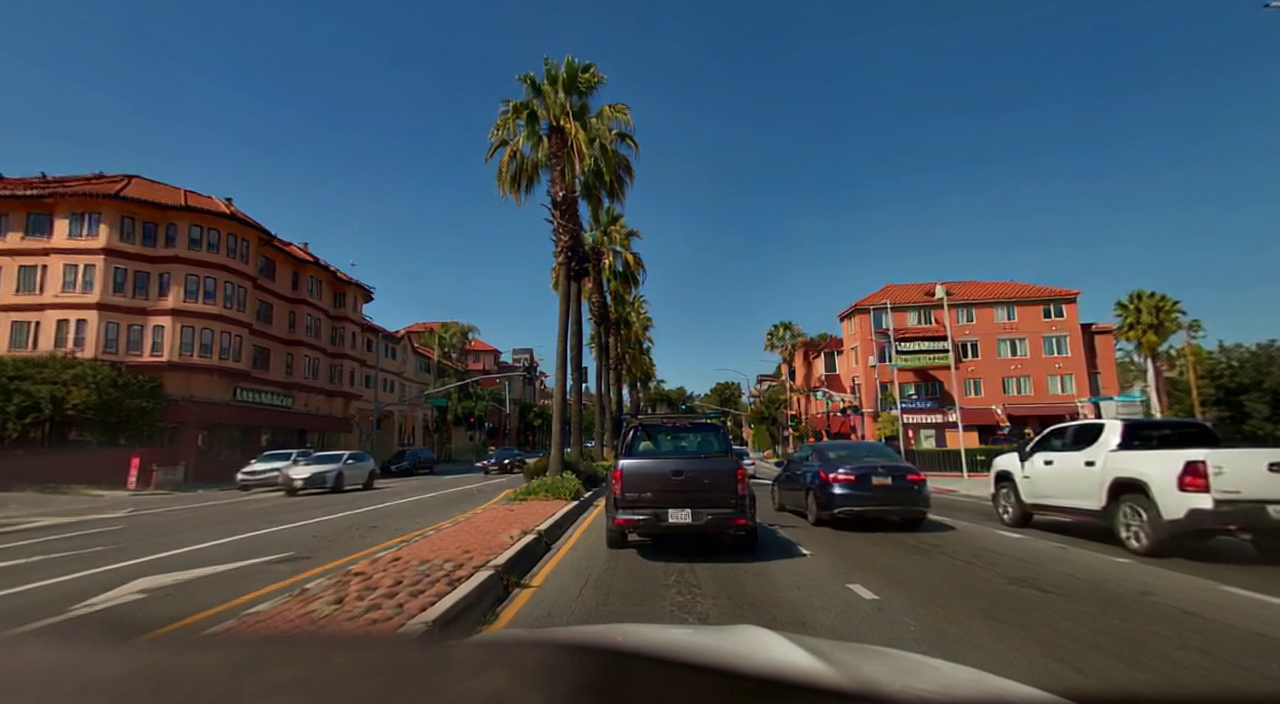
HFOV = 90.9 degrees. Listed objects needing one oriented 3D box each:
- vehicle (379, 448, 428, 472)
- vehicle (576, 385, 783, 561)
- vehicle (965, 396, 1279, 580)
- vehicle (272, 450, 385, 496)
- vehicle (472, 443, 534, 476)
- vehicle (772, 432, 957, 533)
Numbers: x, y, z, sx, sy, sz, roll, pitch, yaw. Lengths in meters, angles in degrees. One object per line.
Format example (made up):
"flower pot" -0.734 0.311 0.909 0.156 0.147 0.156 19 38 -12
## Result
"vehicle" -18.088 8.262 48.466 1.972 1.694 4.466 0 -8 2
"vehicle" 0.528 1.861 10.417 2.487 2.115 5.444 0 -8 1
"vehicle" 7.487 1.864 9.565 2.215 1.973 5.323 0 -8 0
"vehicle" -11.460 4.441 23.556 2.031 1.534 4.079 0 -8 2
"vehicle" -7.680 6.047 35.889 2.268 1.733 4.821 -1 -8 3
"vehicle" 4.048 2.410 12.242 2.072 1.595 4.124 0 -8 0
